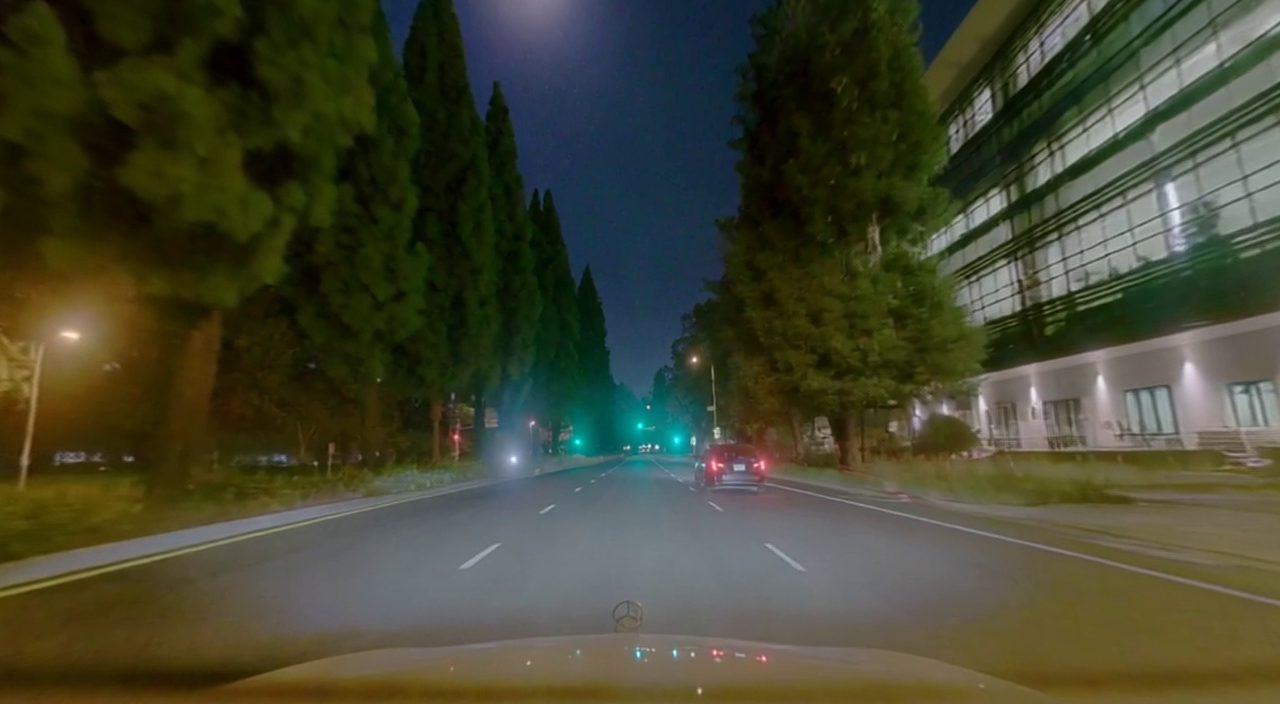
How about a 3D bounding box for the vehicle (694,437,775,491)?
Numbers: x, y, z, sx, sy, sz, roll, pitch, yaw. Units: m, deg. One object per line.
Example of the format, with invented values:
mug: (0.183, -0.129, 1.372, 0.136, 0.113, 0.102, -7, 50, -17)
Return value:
vehicle: (3.240, 3.942, 22.607, 2.083, 1.743, 4.354, 0, -8, -2)
